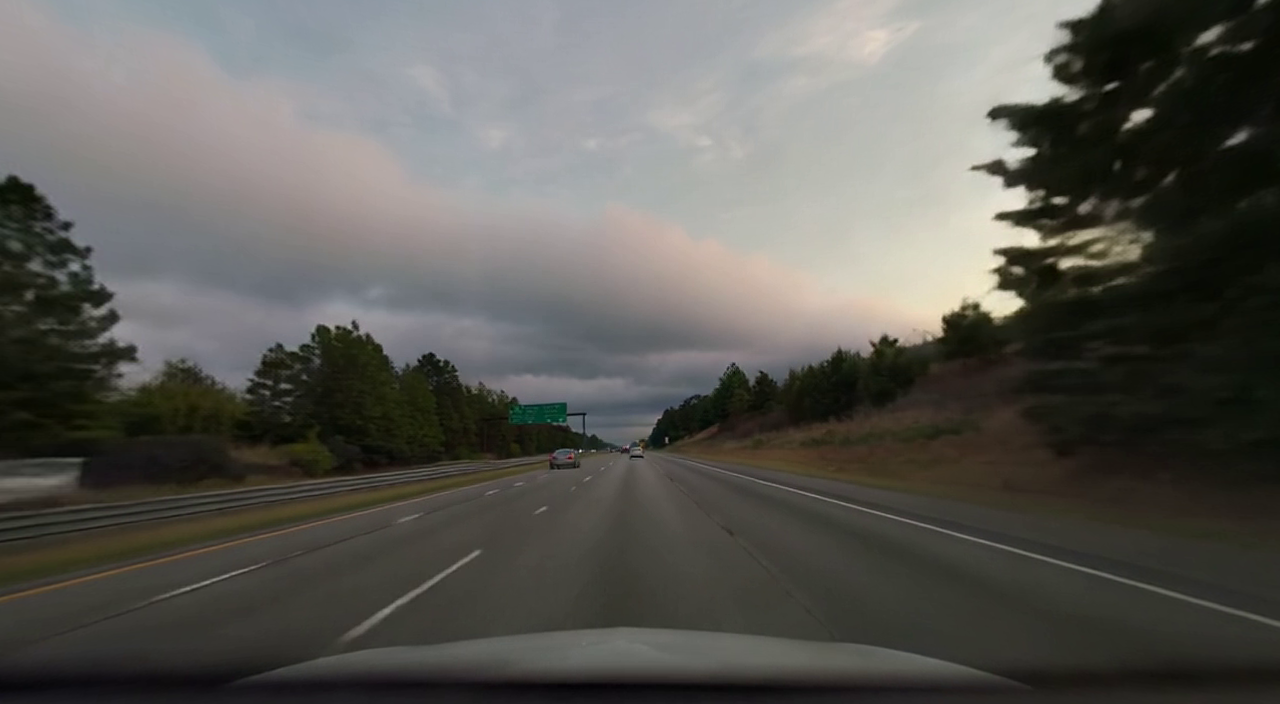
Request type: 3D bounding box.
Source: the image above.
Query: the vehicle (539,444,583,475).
[{"bbox_3d":[-4.350,5.969,35.146,1.958,1.587,4.801,0,-9,-1],"label":"vehicle"}]
